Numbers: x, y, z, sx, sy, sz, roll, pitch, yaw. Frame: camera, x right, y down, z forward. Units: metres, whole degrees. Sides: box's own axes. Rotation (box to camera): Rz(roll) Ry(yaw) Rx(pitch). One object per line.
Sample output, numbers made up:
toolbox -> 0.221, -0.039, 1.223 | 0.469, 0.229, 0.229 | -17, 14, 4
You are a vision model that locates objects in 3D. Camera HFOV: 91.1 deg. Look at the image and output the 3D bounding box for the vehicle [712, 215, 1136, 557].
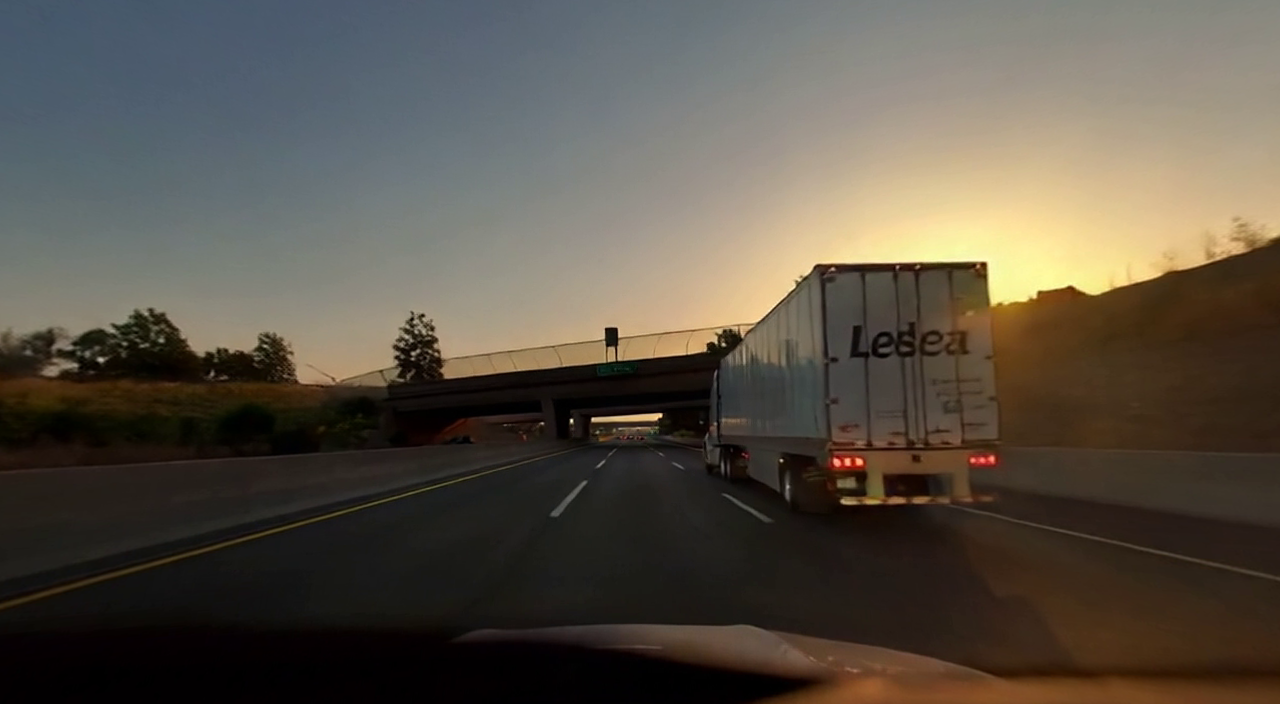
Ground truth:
vehicle -> 4.052, 1.270, 14.284 | 2.920, 4.029, 13.900 | 0, -8, -1
